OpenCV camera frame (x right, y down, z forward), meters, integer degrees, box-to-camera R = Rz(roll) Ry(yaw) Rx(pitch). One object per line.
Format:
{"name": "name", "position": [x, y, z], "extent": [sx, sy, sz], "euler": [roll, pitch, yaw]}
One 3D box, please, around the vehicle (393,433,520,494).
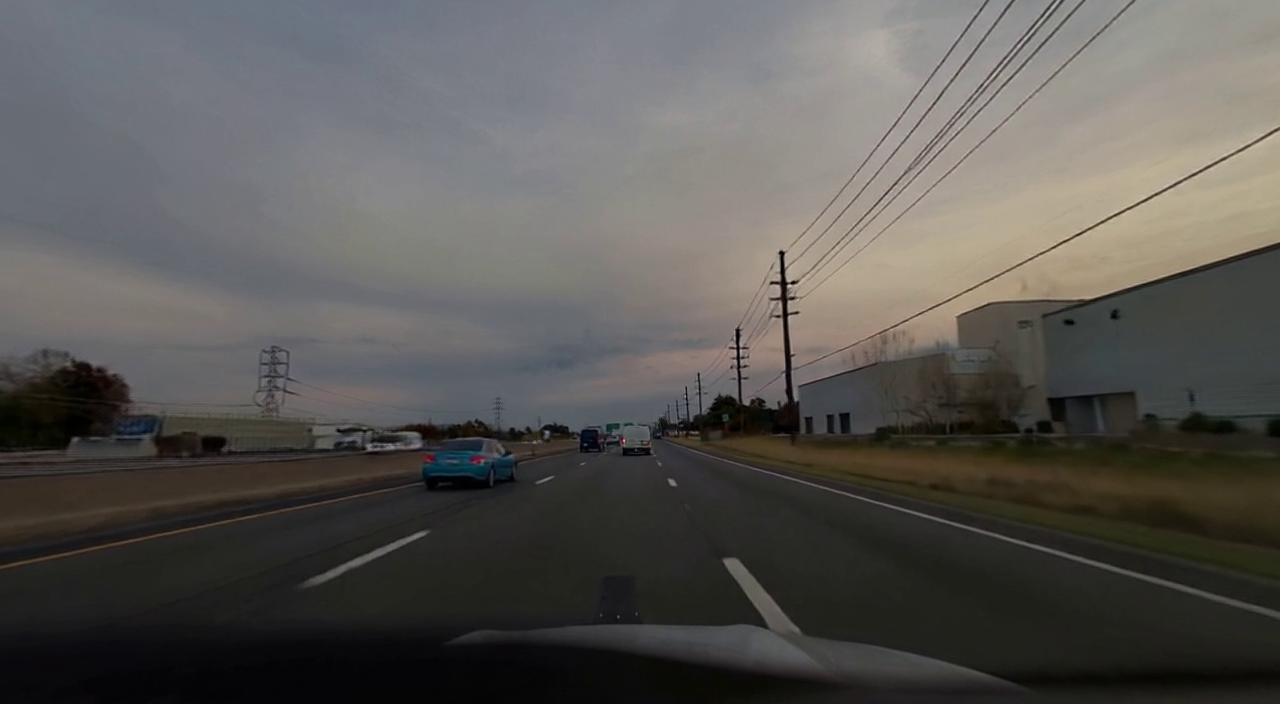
{"name": "vehicle", "position": [-4.912, 3.025, 17.688], "extent": [2.087, 1.464, 4.853], "euler": [0, -8, 1]}

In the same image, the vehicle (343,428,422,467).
{"name": "vehicle", "position": [-13.715, 5.098, 33.861], "extent": [2.135, 1.961, 4.890], "euler": [0, -8, 1]}

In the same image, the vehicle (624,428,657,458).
{"name": "vehicle", "position": [-0.013, 6.408, 44.603], "extent": [2.213, 1.997, 4.456], "euler": [0, -8, -1]}
